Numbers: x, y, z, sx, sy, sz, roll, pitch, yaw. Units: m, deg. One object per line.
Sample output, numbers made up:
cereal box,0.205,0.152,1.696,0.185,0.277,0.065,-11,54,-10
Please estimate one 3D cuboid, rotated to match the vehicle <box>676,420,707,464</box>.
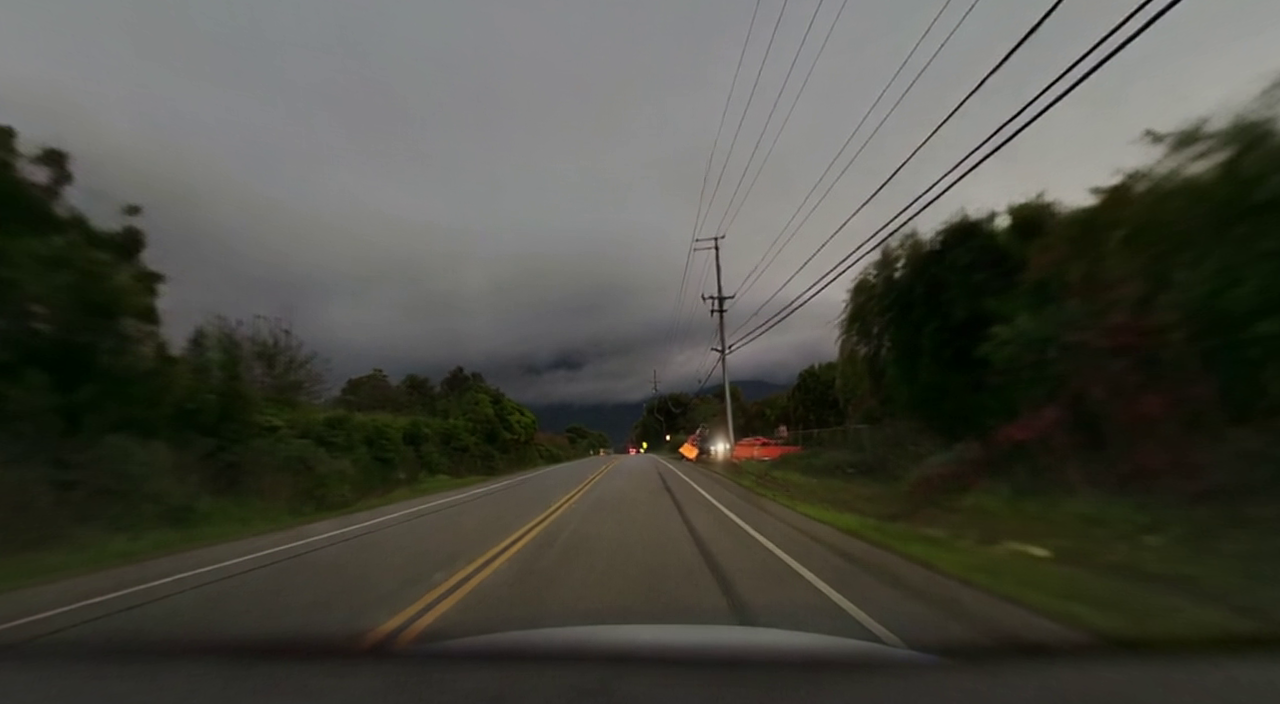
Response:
vehicle,3.996,7.012,49.272,2.374,3.357,1.724,0,-9,4
